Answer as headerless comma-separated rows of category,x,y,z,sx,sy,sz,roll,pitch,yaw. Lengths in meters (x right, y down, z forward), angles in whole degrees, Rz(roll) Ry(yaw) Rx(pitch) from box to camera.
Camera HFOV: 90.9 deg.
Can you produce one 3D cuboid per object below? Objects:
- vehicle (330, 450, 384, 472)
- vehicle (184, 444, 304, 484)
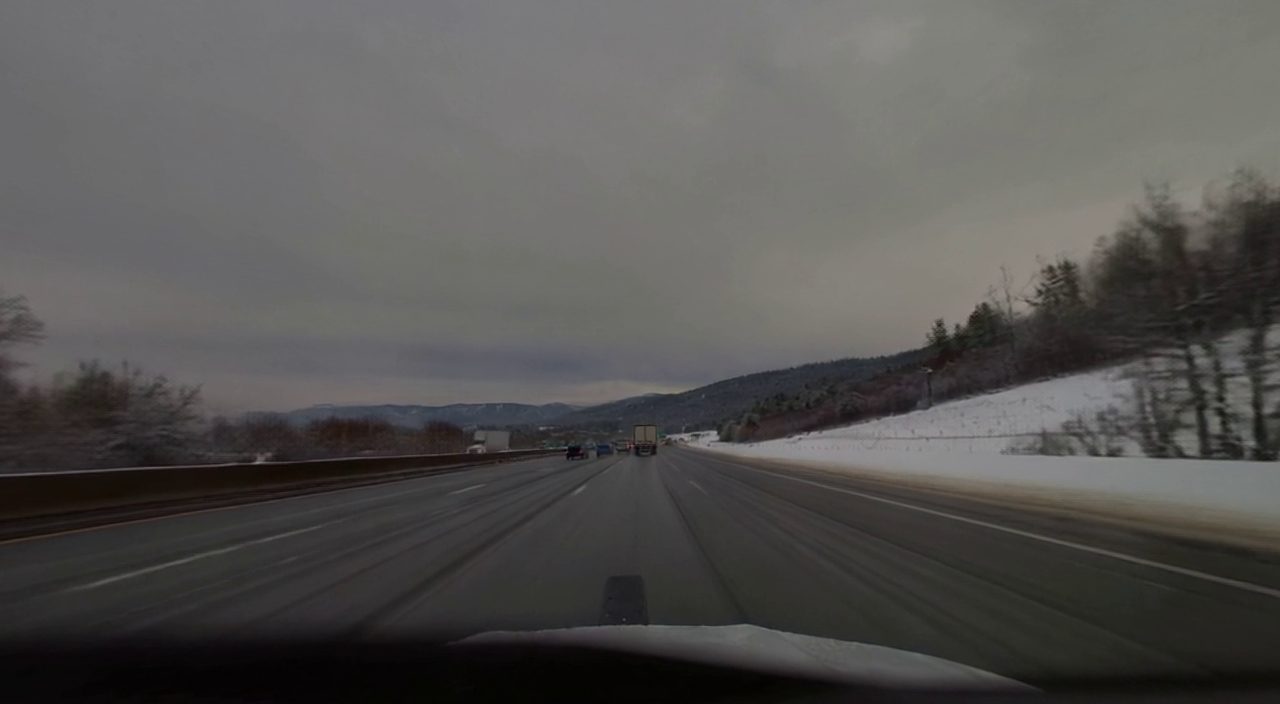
vehicle,-20.979,8.088,46.995,1.836,1.438,4.618,0,-8,1
vehicle,-17.319,4.902,27.964,2.093,1.576,4.894,0,-8,1
